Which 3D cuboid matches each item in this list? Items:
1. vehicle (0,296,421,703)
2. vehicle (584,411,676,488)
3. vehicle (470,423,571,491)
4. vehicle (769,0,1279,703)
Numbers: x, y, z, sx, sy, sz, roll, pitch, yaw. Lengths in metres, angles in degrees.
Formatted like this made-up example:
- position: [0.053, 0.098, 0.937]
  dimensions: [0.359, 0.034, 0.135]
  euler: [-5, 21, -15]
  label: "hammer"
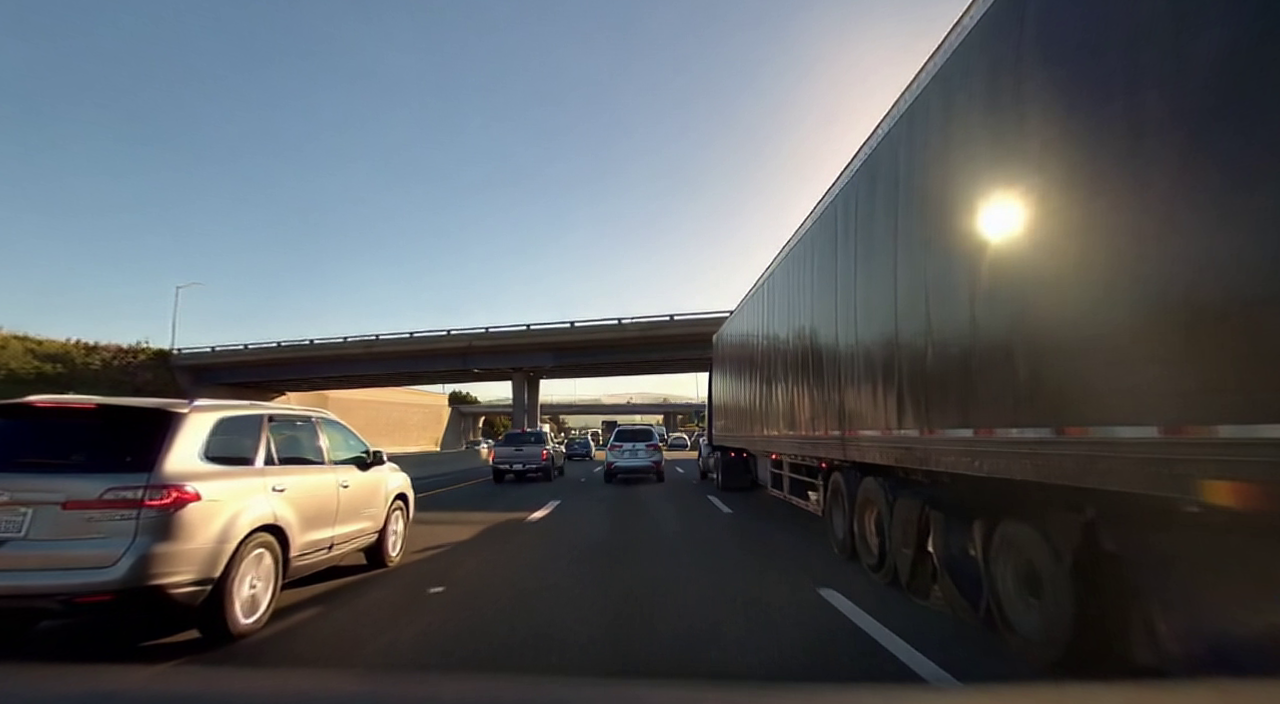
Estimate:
- position: [-3.408, 0.985, 4.100]
  dimensions: [2.193, 1.803, 4.958]
  euler: [0, -8, 0]
  label: "vehicle"
- position: [-0.330, 3.280, 21.408]
  dimensions: [2.704, 2.216, 5.804]
  euler: [0, -8, -1]
  label: "vehicle"
- position: [-3.504, 3.185, 19.431]
  dimensions: [2.120, 1.812, 4.659]
  euler: [0, -8, 1]
  label: "vehicle"
- position: [3.655, -0.317, 2.732]
  dimensions: [2.852, 4.121, 16.210]
  euler: [0, -8, 0]
  label: "vehicle"
